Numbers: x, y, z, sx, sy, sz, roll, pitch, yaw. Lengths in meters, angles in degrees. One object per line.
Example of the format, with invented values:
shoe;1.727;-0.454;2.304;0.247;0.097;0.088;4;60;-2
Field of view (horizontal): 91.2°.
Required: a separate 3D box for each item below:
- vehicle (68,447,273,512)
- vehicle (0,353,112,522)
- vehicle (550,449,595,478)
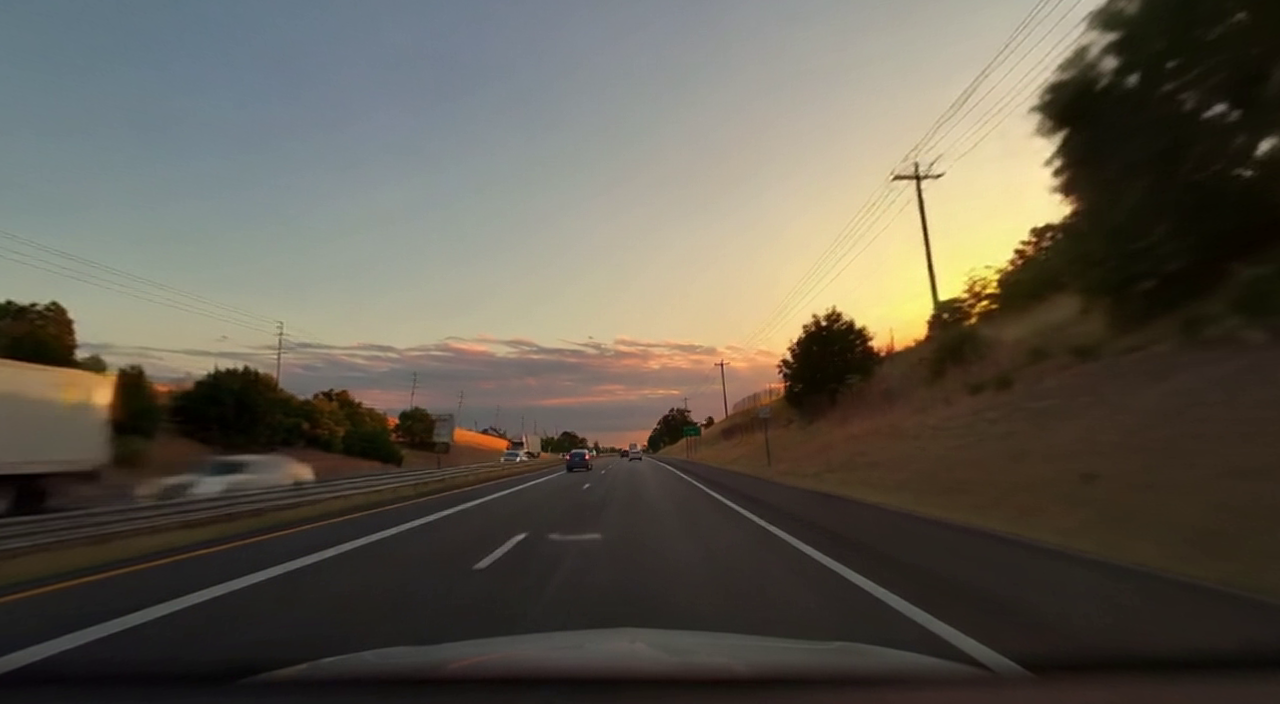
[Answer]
vehicle;-12.236;3.327;16.803;2.162;1.491;4.265;0;-9;0
vehicle;-17.064;1.464;11.344;3.067;4.053;13.781;0;-9;0
vehicle;-3.765;6.309;35.695;2.123;1.545;4.404;0;-9;0
